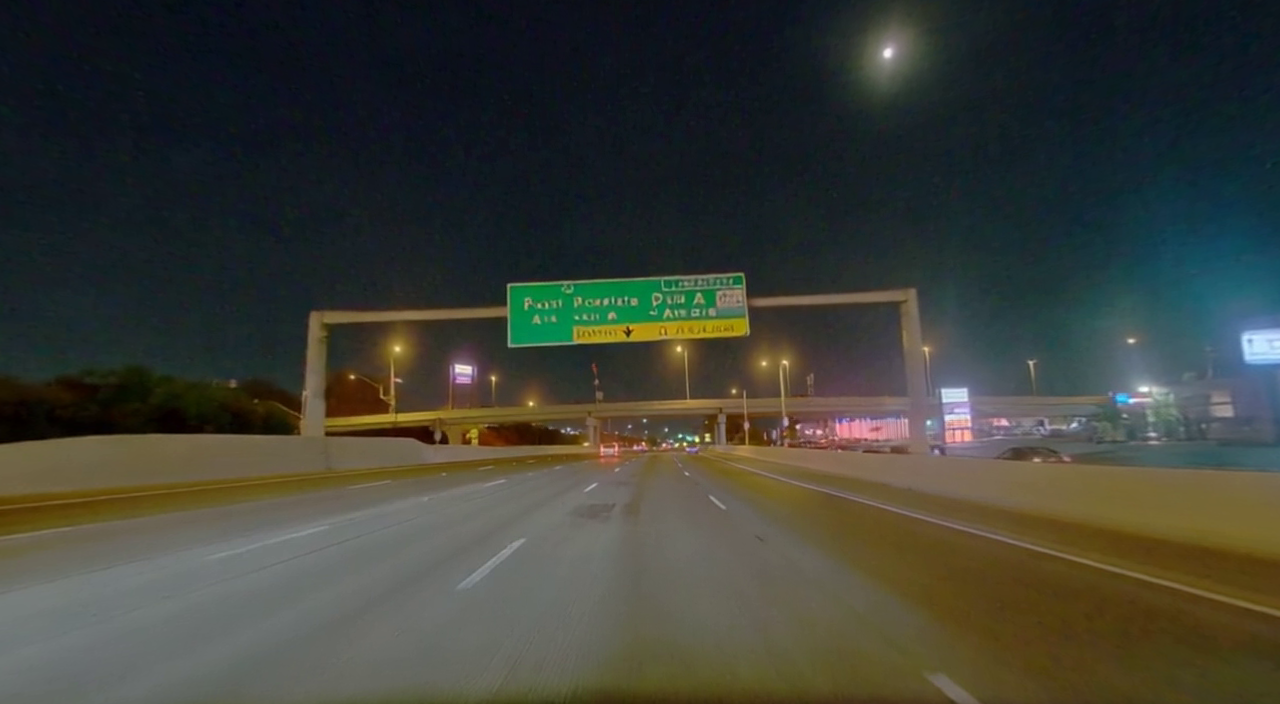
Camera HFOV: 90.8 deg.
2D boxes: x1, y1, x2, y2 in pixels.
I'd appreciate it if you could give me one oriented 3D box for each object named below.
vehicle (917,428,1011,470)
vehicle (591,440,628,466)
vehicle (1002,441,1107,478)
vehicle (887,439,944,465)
[{"bbox_3d":[18.377,5.552,36.267,2.367,2.187,5.862,0,-8,1],"label":"vehicle"},{"bbox_3d":[-1.863,6.409,40.288,1.982,1.516,4.327,0,-8,2],"label":"vehicle"},{"bbox_3d":[18.088,4.695,27.845,1.796,1.470,4.352,0,-8,2],"label":"vehicle"},{"bbox_3d":[18.803,6.831,43.351,1.889,1.648,5.173,-1,-8,4],"label":"vehicle"}]
